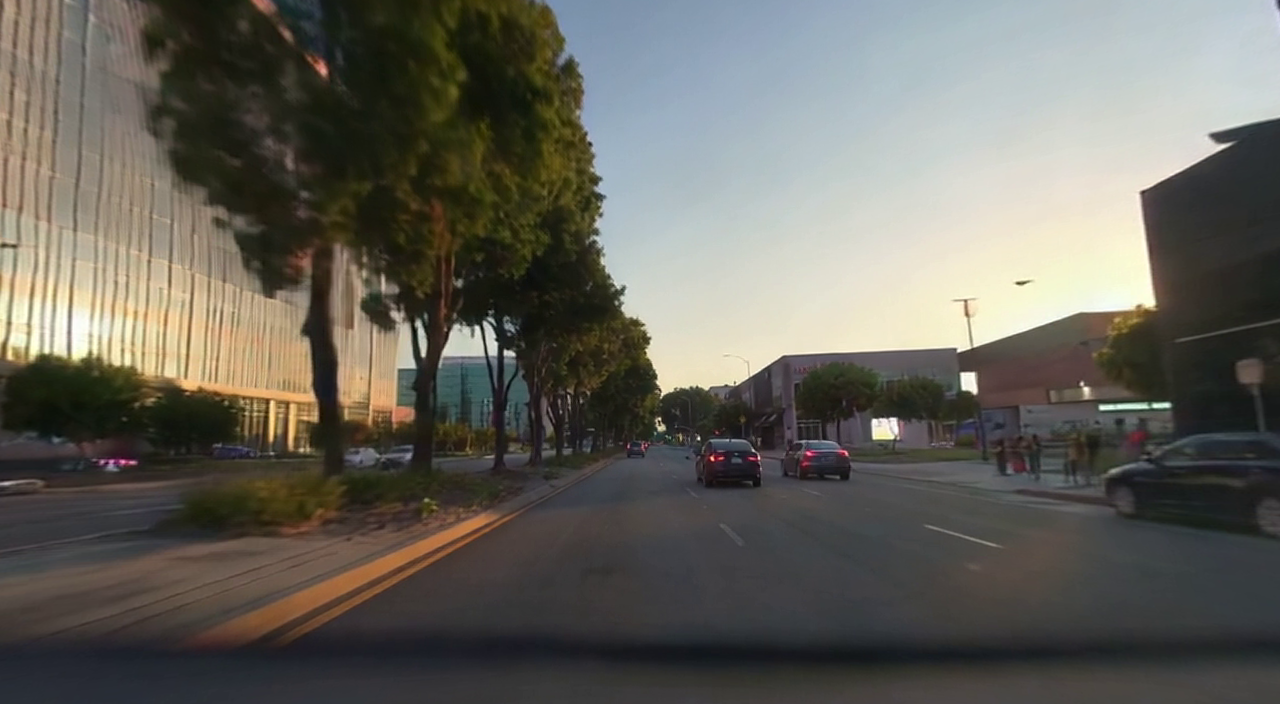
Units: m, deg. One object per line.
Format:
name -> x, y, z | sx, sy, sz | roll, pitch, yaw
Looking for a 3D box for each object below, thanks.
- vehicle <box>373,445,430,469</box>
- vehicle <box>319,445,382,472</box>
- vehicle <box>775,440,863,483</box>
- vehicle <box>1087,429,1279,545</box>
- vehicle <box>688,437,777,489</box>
vehicle -> -16.612, 7.302, 44.247 | 2.031, 1.607, 4.759 | 0, -8, 1
vehicle -> -19.646, 7.203, 43.122 | 2.071, 1.743, 4.749 | 0, -8, 0
vehicle -> 6.504, 4.019, 23.488 | 1.912, 1.411, 4.380 | 0, -8, -1
vehicle -> 9.800, 2.044, 9.904 | 1.952, 1.574, 5.052 | 0, -8, 1
vehicle -> 2.876, 3.576, 20.747 | 2.131, 1.491, 4.496 | 0, -8, -2
